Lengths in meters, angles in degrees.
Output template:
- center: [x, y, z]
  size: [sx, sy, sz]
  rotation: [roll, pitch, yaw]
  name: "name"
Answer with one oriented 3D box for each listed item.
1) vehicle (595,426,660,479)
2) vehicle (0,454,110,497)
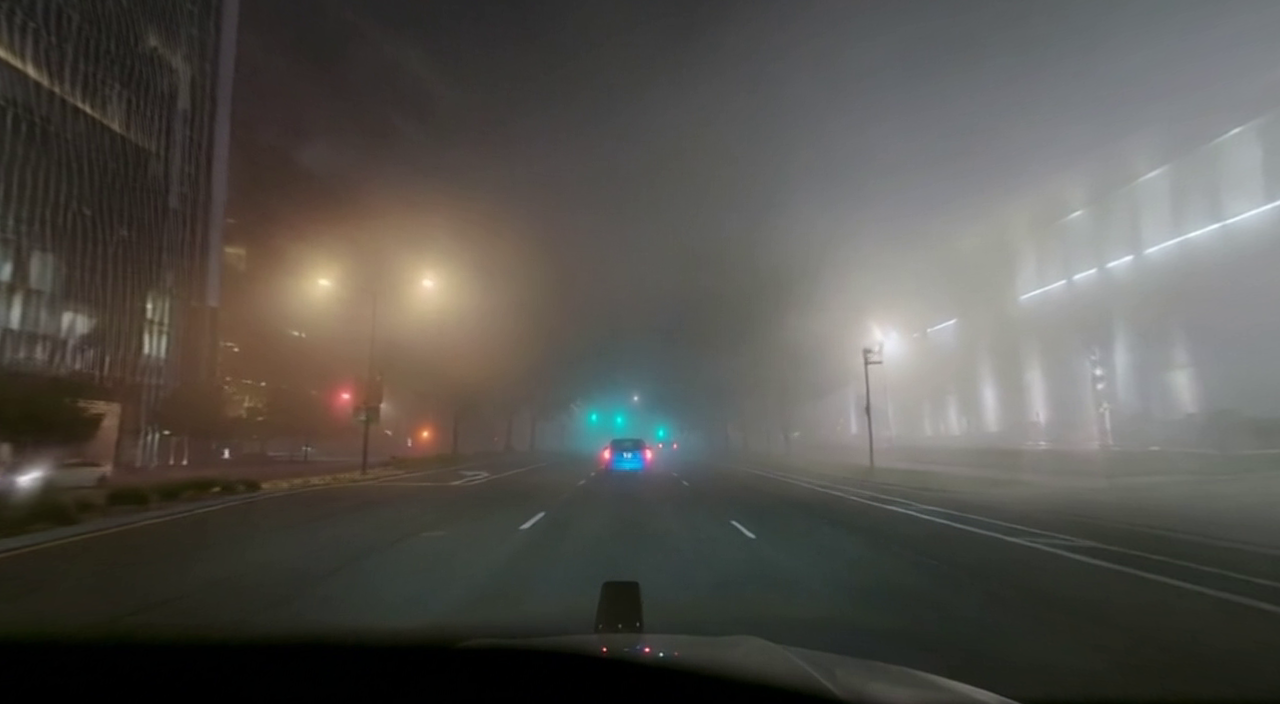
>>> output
- center: [-0.471, 3.889, 24.563]
  size: [2.313, 1.860, 4.319]
  rotation: [0, -8, -1]
  name: "vehicle"
- center: [-23.589, 4.788, 24.811]
  size: [1.867, 1.469, 4.243]
  rotation: [0, -8, 0]
  name: "vehicle"
